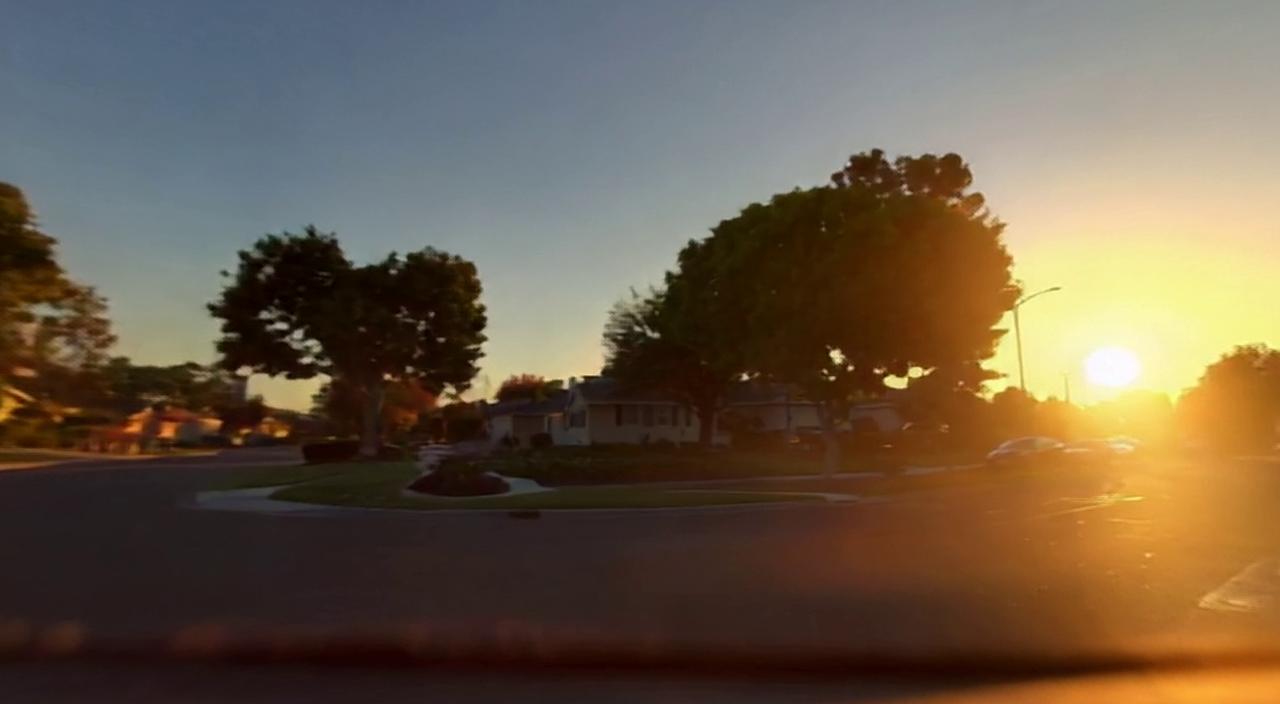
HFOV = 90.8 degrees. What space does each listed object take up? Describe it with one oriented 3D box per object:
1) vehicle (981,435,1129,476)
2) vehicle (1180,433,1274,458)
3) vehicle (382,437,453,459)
[{"bbox_3d":[16.949,4.250,26.107,4.750,1.559,1.928,-4,-9,23],"label":"vehicle"},{"bbox_3d":[44.248,7.085,47.732,4.620,1.695,2.004,-4,-10,17],"label":"vehicle"},{"bbox_3d":[-15.529,6.735,44.272,4.585,1.457,1.899,3,-9,-17],"label":"vehicle"}]
